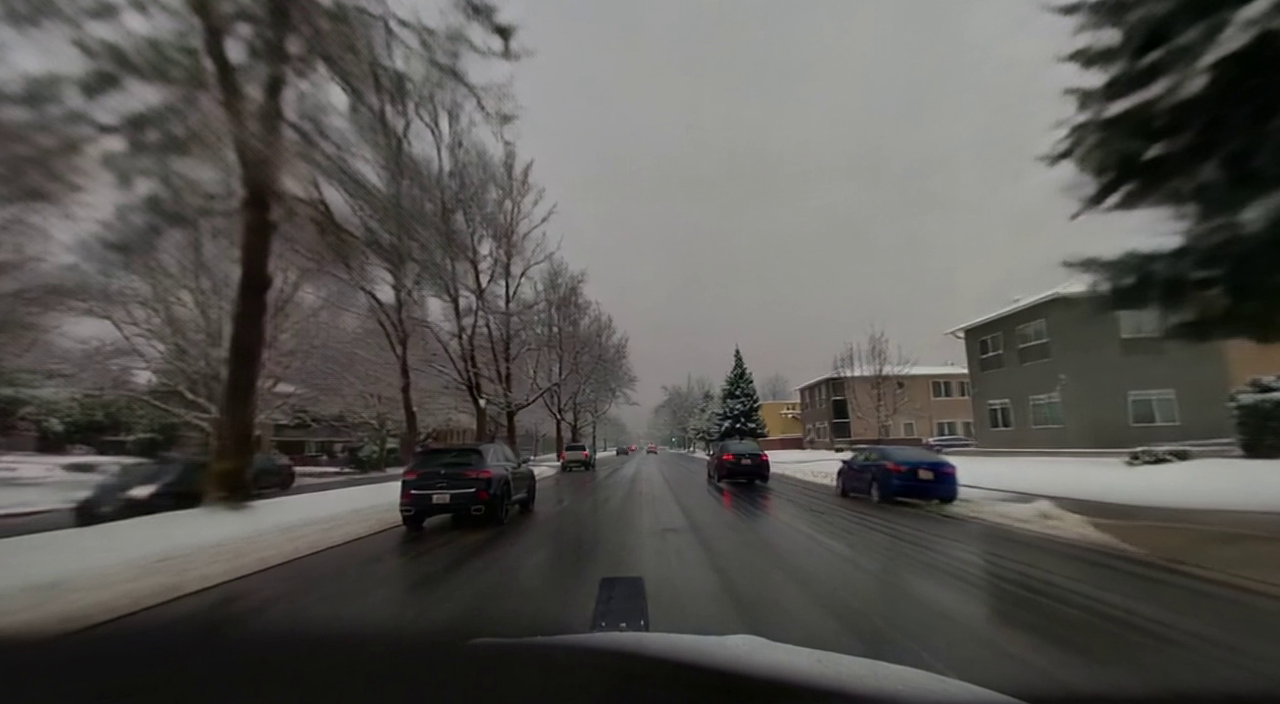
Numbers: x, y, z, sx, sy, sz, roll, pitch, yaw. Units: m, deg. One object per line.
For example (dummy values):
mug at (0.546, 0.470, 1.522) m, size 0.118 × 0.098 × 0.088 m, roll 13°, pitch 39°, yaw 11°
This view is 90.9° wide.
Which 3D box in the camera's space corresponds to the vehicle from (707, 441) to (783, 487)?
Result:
vehicle at (3.675, 3.992, 22.865) m, size 2.010 × 1.486 × 4.498 m, roll 0°, pitch -9°, yaw 0°

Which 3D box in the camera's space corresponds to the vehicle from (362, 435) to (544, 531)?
vehicle at (-3.272, 2.395, 12.114) m, size 2.053 × 1.480 × 4.381 m, roll 0°, pitch -9°, yaw 2°

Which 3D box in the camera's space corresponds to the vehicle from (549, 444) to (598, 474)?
vehicle at (-3.476, 5.675, 33.734) m, size 1.988 × 1.497 × 4.404 m, roll 0°, pitch -9°, yaw 2°

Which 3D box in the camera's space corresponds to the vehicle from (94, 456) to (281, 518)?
vehicle at (-12.657, 3.760, 18.096) m, size 1.929 × 1.482 × 4.518 m, roll 0°, pitch -9°, yaw 2°

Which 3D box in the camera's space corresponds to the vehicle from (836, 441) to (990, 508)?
vehicle at (6.558, 2.963, 15.745) m, size 1.912 × 1.433 × 4.265 m, roll 0°, pitch -9°, yaw 0°
